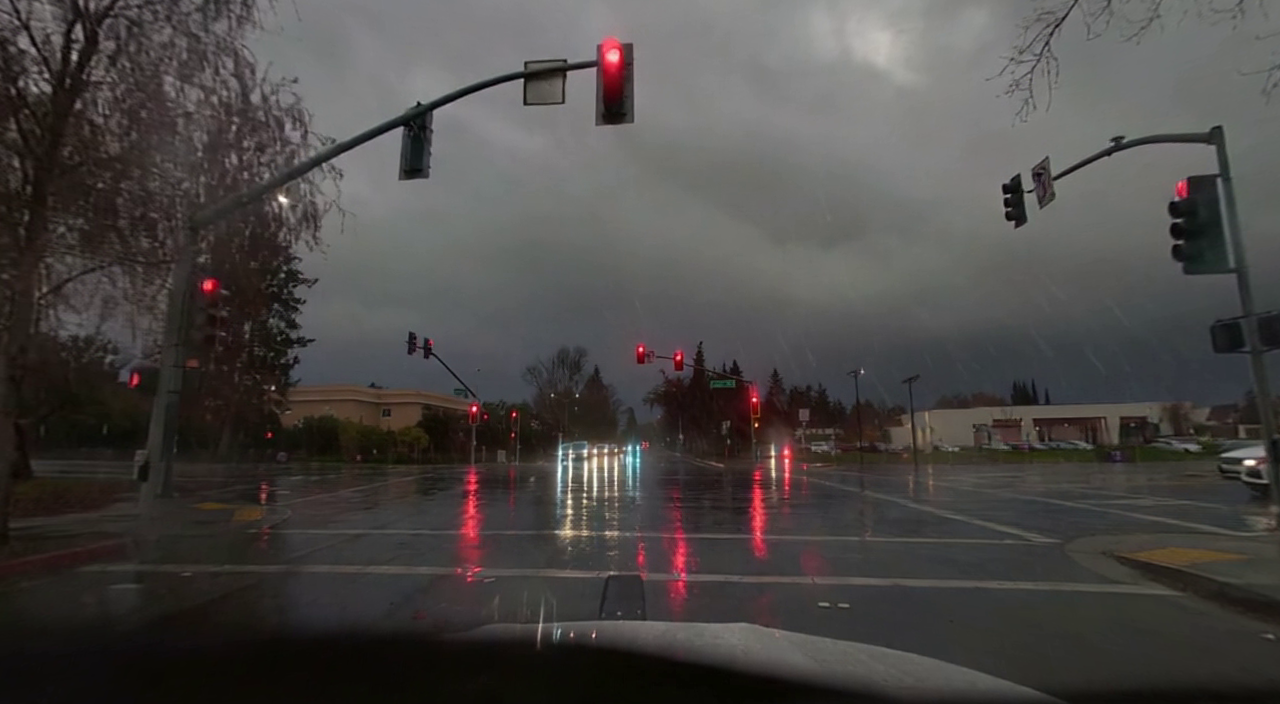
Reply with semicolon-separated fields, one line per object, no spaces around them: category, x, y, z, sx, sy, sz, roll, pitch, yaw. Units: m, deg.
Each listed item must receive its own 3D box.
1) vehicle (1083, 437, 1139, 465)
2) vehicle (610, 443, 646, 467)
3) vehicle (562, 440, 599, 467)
vehicle;26.979;5.658;36.139;2.092;1.474;4.046;-8;-11;41
vehicle;-0.843;6.827;41.990;2.056;1.492;3.937;1;-9;-6
vehicle;-4.105;7.108;44.318;2.251;1.756;4.610;0;-9;-2
